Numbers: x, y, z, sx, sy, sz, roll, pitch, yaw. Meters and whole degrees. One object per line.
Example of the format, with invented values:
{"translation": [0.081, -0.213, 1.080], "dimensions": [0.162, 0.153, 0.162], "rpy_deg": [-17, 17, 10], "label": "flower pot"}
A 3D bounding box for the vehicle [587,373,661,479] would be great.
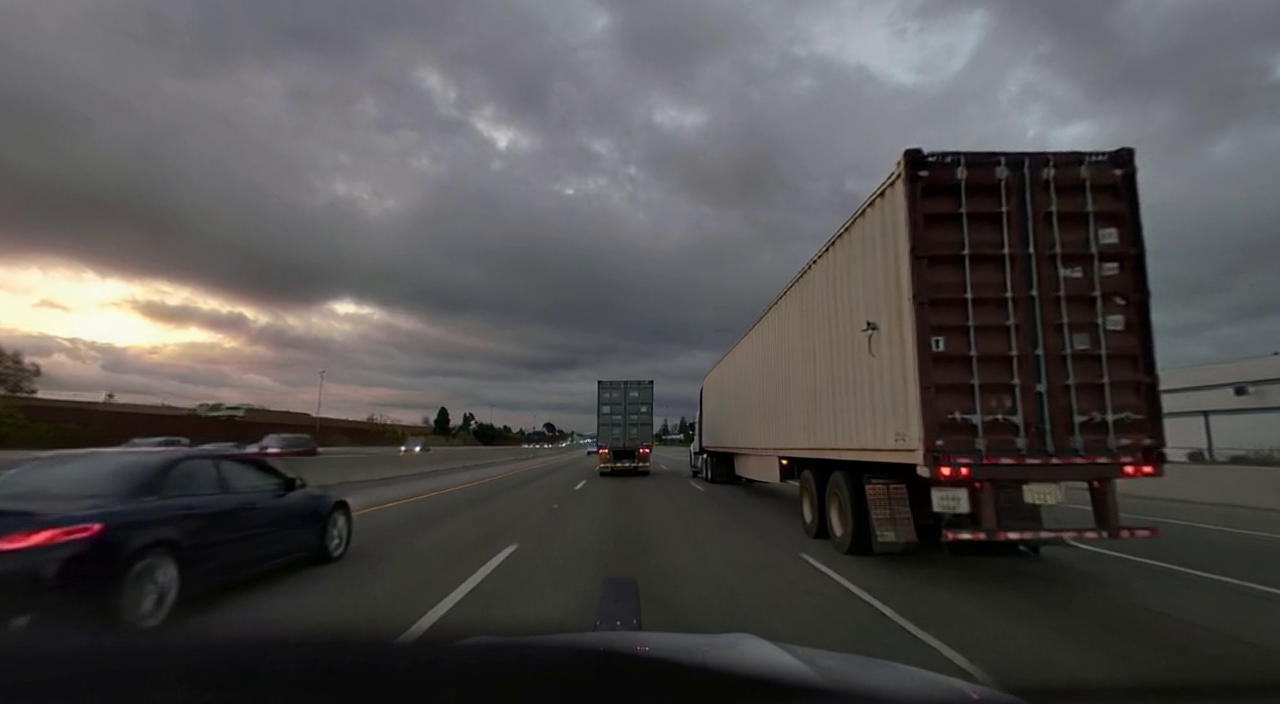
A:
{"translation": [-0.512, 3.719, 30.356], "dimensions": [2.841, 4.071, 12.046], "rpy_deg": [-1, -9, 1], "label": "vehicle"}

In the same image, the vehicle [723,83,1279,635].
{"translation": [3.780, 0.859, 10.938], "dimensions": [2.803, 4.072, 12.744], "rpy_deg": [0, -9, -1], "label": "vehicle"}

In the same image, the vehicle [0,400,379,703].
{"translation": [-3.907, 1.251, 4.742], "dimensions": [1.994, 1.471, 4.591], "rpy_deg": [0, -9, -1], "label": "vehicle"}
